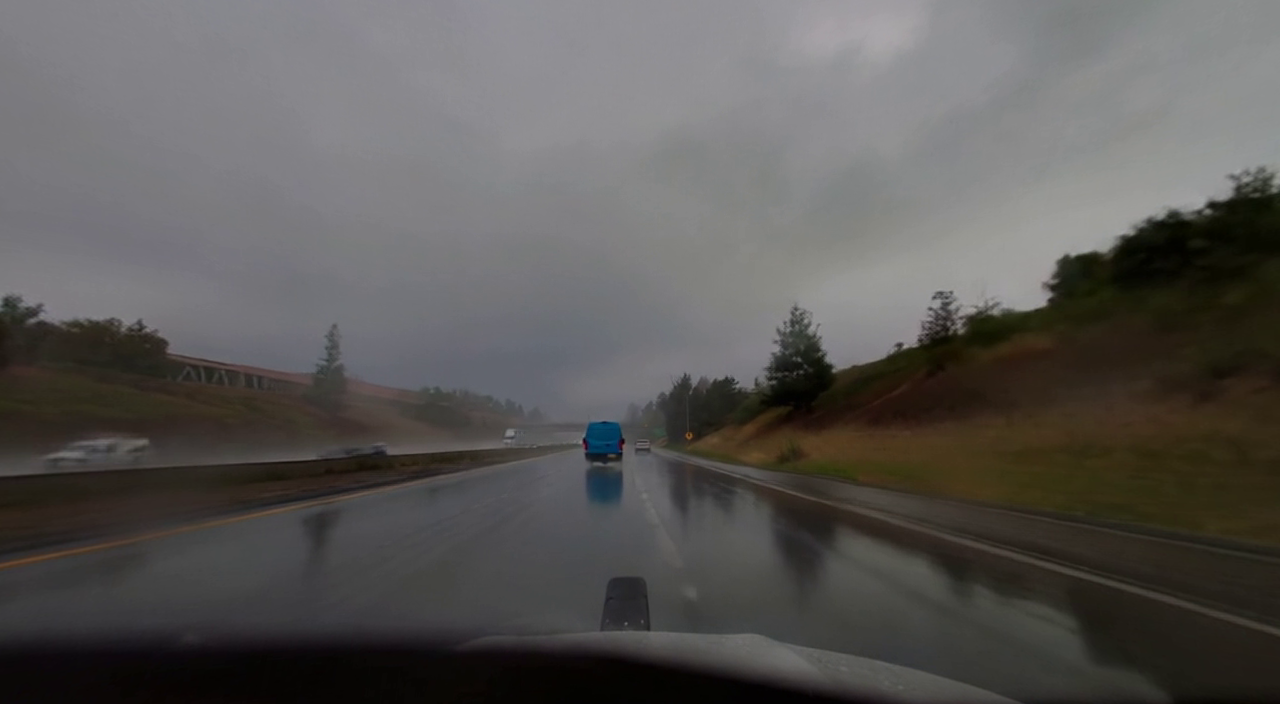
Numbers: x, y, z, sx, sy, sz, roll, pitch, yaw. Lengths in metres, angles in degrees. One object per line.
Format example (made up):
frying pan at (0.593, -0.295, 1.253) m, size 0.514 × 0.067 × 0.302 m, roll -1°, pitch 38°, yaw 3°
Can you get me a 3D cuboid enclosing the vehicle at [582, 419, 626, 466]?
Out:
vehicle at (-2.003, 5.246, 36.584) m, size 2.329 × 2.483 × 5.428 m, roll 0°, pitch -8°, yaw -1°
